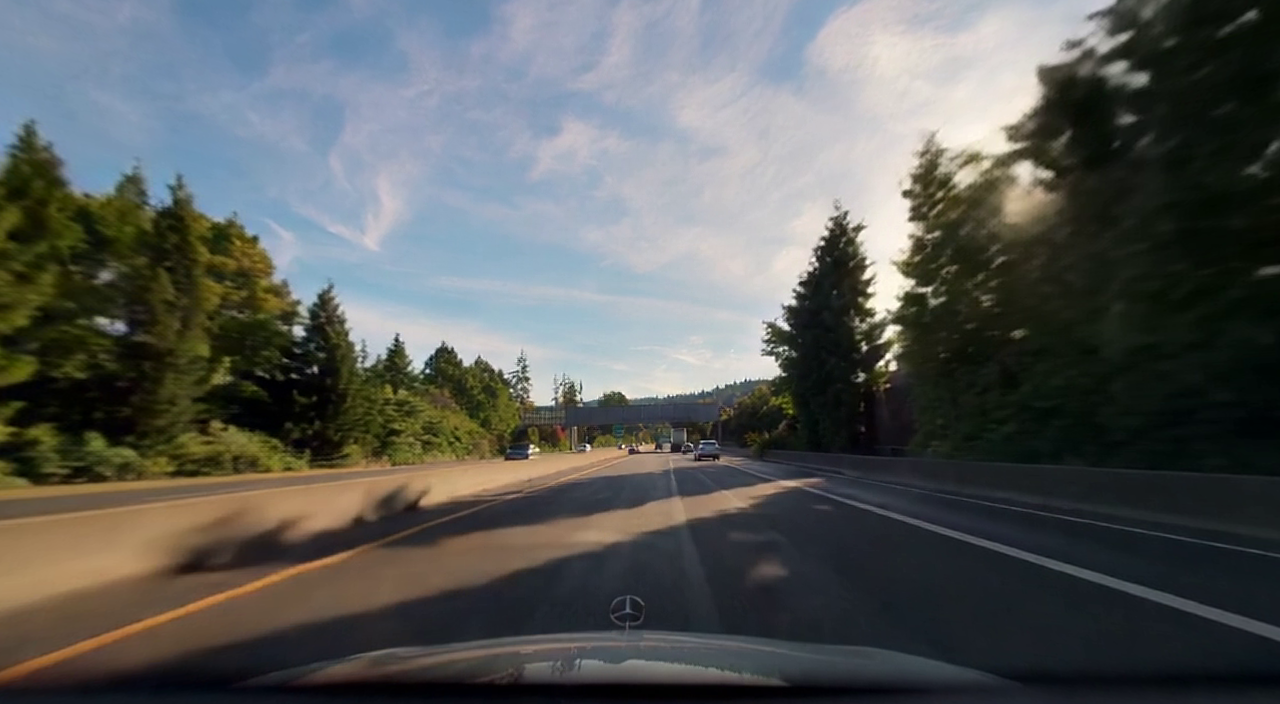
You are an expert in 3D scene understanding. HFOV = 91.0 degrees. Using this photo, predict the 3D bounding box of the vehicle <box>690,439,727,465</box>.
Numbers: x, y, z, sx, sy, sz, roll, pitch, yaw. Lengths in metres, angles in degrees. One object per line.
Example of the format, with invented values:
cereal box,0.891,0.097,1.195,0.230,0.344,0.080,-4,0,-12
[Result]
vehicle,4.345,6.354,40.190,1.954,1.550,4.140,0,-8,1
